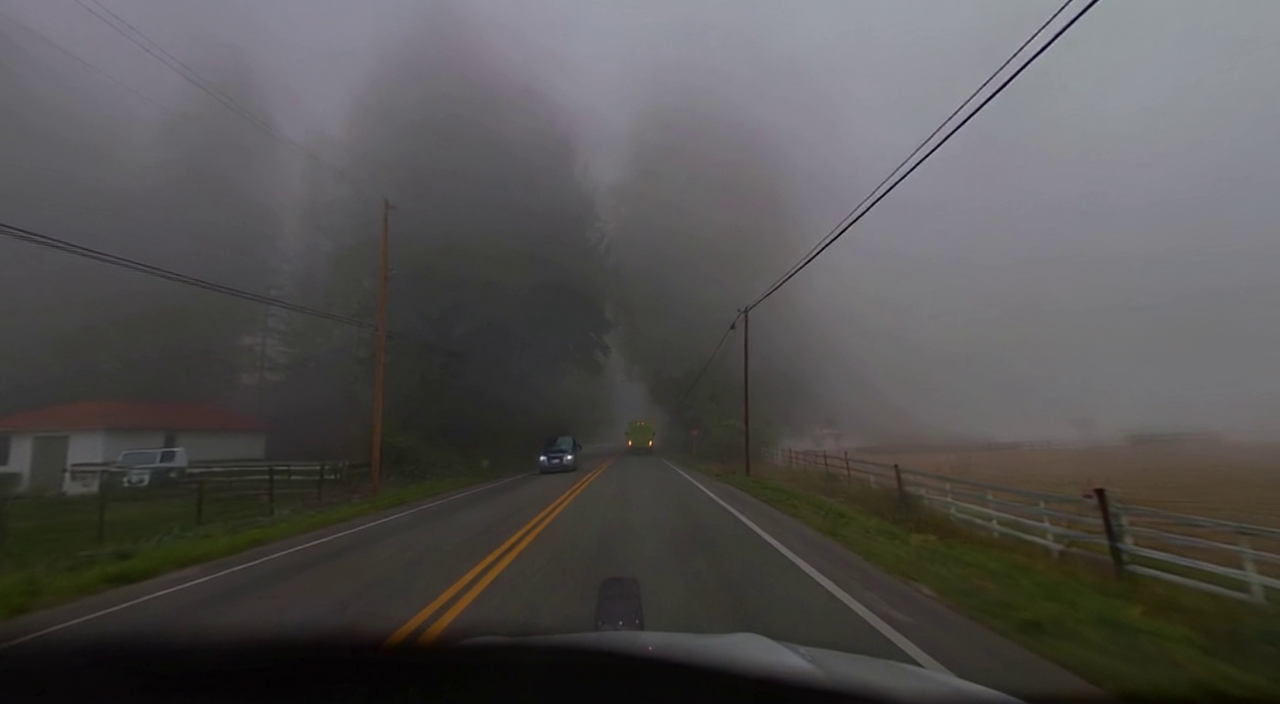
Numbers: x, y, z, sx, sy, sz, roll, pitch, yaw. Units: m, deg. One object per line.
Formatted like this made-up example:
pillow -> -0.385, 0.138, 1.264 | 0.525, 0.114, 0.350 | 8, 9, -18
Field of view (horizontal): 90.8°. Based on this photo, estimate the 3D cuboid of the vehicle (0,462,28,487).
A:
vehicle -> -49.615, 9.547, 49.262 | 1.944, 1.767, 3.885 | 6, -10, -35

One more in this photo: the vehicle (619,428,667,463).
vehicle -> 0.098, 5.609, 37.939 | 2.649, 1.870, 5.885 | 0, -8, -2

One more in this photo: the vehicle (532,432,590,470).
vehicle -> -3.980, 5.119, 32.762 | 2.342, 1.778, 4.613 | 0, -8, 1
